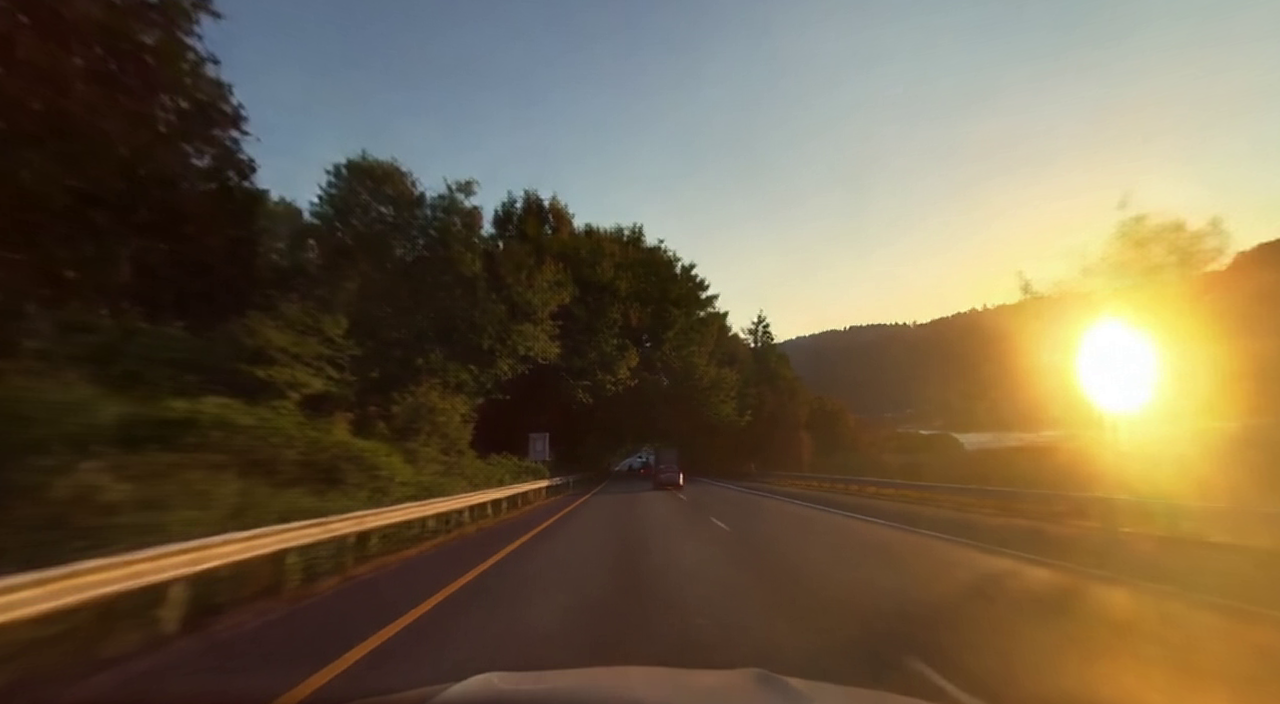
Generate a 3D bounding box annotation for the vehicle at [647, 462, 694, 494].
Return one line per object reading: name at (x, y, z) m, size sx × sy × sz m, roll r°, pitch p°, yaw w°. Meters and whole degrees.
vehicle at (1.479, 6.332, 31.880) m, size 1.976 × 1.467 × 3.783 m, roll 1°, pitch -10°, yaw -3°
